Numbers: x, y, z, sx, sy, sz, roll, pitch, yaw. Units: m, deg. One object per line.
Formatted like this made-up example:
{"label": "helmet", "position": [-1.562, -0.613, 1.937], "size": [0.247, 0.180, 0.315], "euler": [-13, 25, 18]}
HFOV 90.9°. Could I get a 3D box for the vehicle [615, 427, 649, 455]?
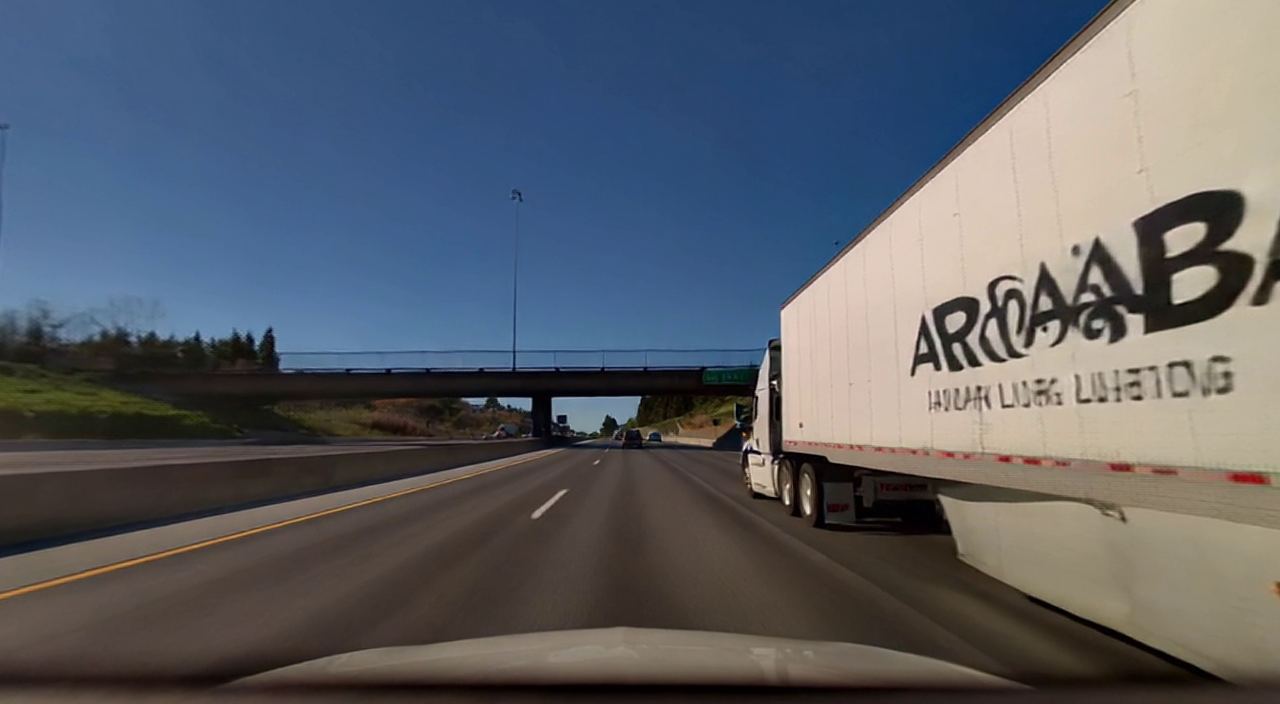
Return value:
{"label": "vehicle", "position": [-0.624, 6.400, 45.396], "size": [2.277, 1.913, 4.510], "euler": [0, -8, -2]}
